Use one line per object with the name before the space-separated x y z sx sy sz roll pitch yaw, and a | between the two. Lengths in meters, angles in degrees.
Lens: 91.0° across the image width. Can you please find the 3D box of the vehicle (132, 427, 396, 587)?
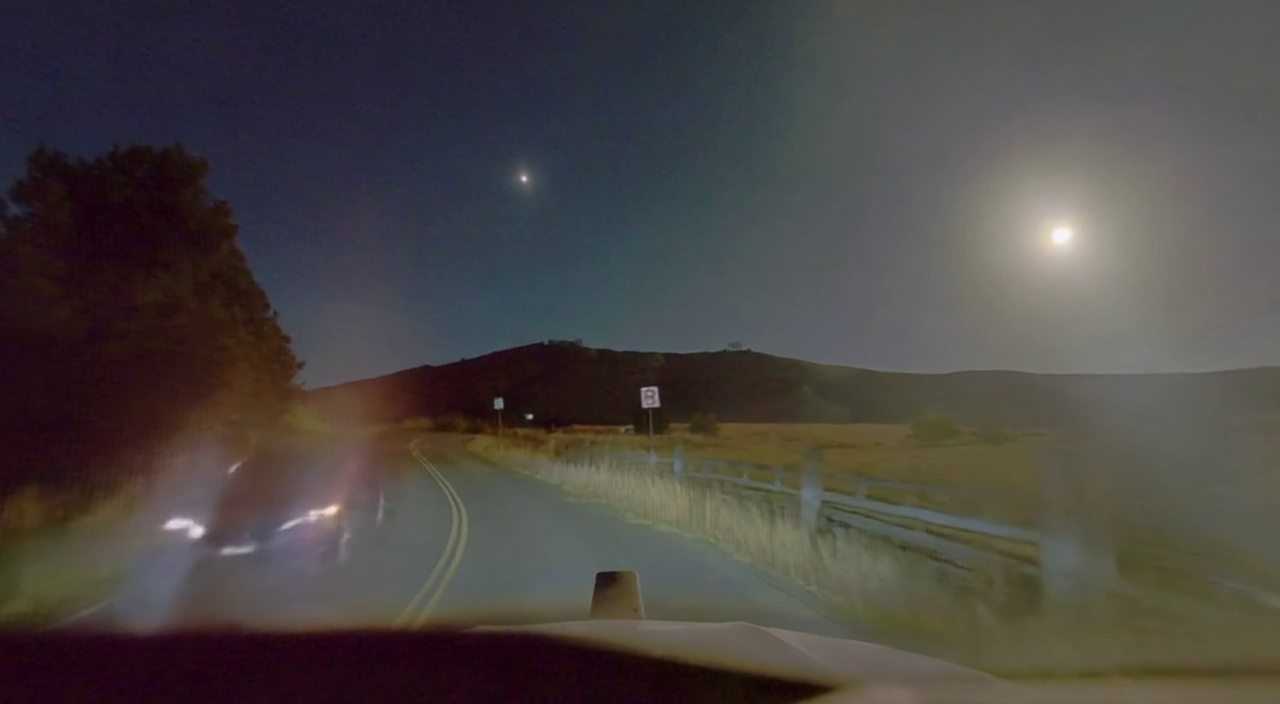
vehicle | -5.023 2.025 9.203 2.075 1.562 4.241 -3 -8 -13
